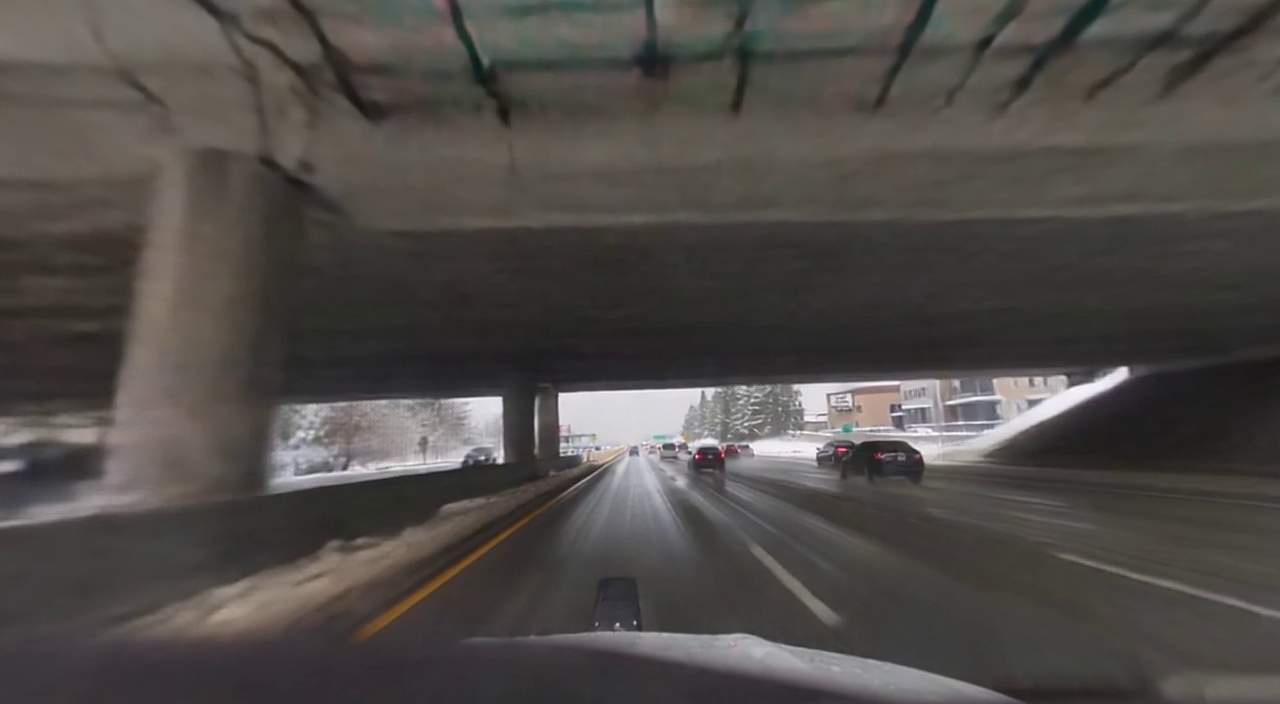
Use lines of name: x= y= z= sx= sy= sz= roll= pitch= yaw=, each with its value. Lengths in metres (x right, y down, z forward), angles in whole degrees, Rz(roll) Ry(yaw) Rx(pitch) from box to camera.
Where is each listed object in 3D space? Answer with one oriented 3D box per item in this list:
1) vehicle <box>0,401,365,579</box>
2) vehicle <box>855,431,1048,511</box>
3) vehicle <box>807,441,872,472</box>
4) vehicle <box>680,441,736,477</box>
vehicle: x=-6.469 y=1.847 z=9.402 sx=2.218 sy=1.829 sz=5.584 roll=0 pitch=-8 yaw=0
vehicle: x=6.649 y=2.581 z=14.210 sx=1.952 sy=1.489 sz=4.483 roll=0 pitch=-8 yaw=-1
vehicle: x=10.006 y=5.255 z=31.955 sx=1.838 sy=1.440 sz=4.121 roll=0 pitch=-8 yaw=-1
vehicle: x=3.057 y=4.937 z=29.354 sx=1.993 sy=1.507 sz=4.594 roll=0 pitch=-8 yaw=-2
